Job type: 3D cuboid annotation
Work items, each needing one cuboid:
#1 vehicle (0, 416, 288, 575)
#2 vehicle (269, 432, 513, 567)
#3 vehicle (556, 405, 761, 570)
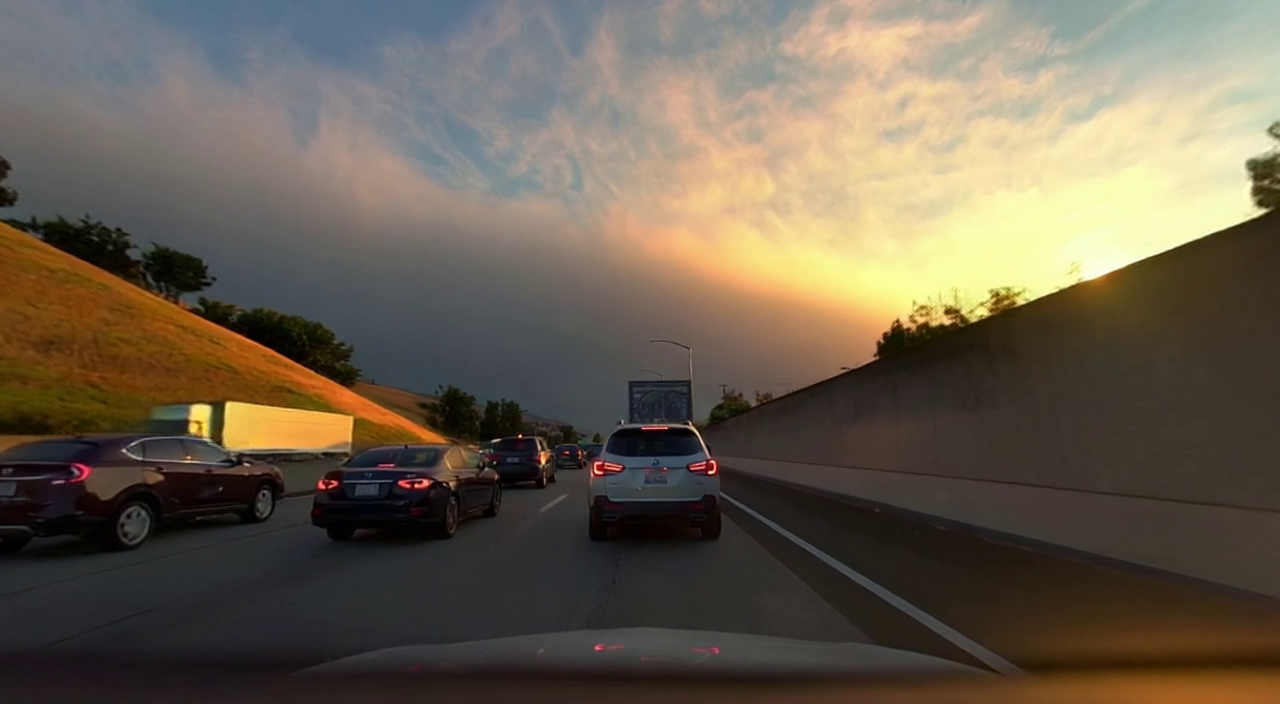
[{"bbox_3d":[-7.464,1.912,9.170,1.986,1.700,4.558,0,-9,1],"label":"vehicle"},{"bbox_3d":[-3.242,1.994,9.230,1.917,1.506,3.949,0,-9,1],"label":"vehicle"},{"bbox_3d":[0.152,1.875,9.555,2.210,1.760,5.303,0,-9,-1],"label":"vehicle"}]
